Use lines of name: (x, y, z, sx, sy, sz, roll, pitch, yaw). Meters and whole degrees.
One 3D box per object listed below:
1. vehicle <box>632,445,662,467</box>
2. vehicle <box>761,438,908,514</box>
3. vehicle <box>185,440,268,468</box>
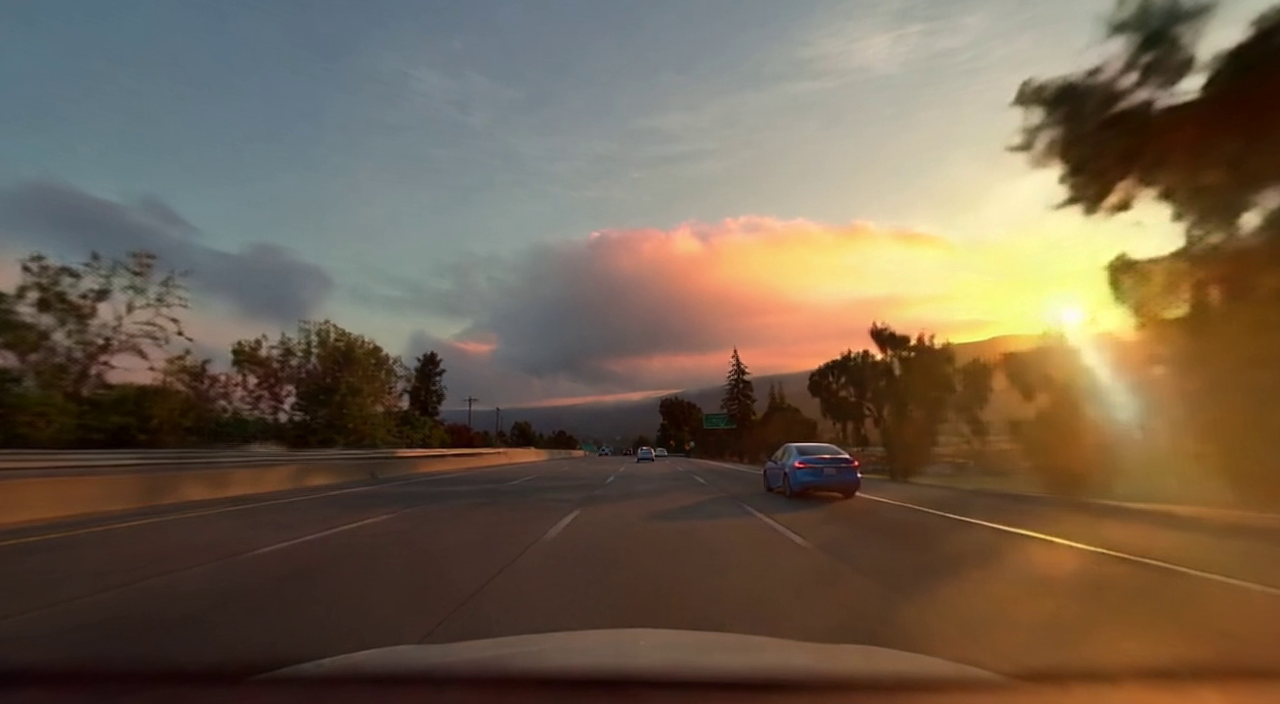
vehicle: (0.475, 7.506, 45.498, 2.052, 1.449, 3.857, 0, -9, 0)
vehicle: (4.391, 2.859, 15.056, 2.008, 1.524, 4.598, 0, -9, -1)
vehicle: (-24.848, 6.119, 37.936, 1.859, 1.533, 4.586, -1, -9, 1)
